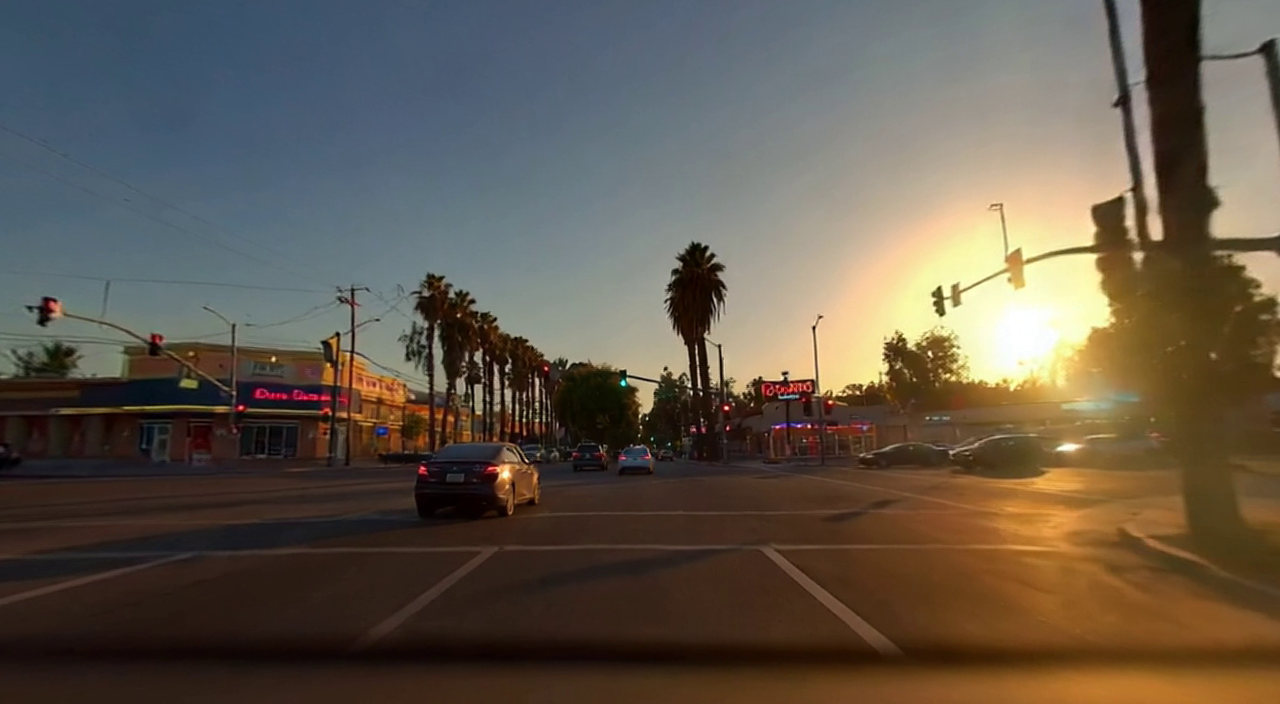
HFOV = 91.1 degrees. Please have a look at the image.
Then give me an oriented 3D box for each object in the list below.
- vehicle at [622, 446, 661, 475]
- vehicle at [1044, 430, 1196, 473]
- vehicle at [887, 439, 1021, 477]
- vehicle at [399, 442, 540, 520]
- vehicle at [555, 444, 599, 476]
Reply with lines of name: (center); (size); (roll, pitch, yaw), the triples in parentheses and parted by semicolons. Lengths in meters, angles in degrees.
vehicle: (0.103, 6.132, 35.733); (2.094, 1.496, 4.070); (0, -8, 0)
vehicle: (20.347, 4.232, 26.791); (4.699, 1.716, 2.108); (0, -8, -1)
vehicle: (13.179, 4.476, 26.596); (4.532, 1.504, 2.087); (0, -8, 0)
vehicle: (-3.693, 2.851, 14.544); (1.904, 1.513, 4.410); (-1, -8, 2)
vehicle: (-3.429, 5.964, 34.920); (1.979, 1.634, 3.957); (0, -8, 1)
